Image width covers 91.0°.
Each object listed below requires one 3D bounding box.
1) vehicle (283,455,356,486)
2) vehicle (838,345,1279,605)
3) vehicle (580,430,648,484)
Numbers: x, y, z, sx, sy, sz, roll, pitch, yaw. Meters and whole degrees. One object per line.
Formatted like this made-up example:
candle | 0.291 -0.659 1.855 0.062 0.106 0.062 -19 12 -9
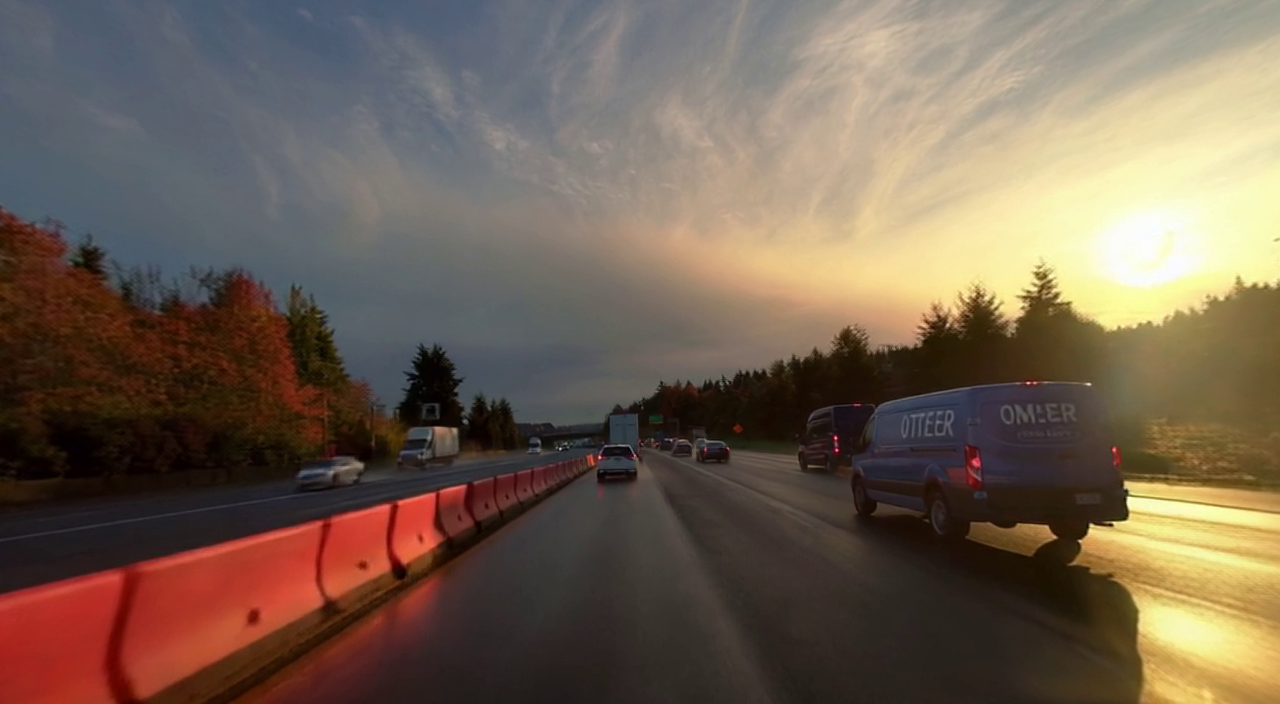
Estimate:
vehicle | -17.919 6.622 35.423 1.805 1.485 4.297 0 -8 0
vehicle | 4.378 1.304 7.513 2.223 2.008 5.121 0 -8 -1
vehicle | -0.833 3.498 21.171 2.100 1.636 3.620 0 -8 -1
